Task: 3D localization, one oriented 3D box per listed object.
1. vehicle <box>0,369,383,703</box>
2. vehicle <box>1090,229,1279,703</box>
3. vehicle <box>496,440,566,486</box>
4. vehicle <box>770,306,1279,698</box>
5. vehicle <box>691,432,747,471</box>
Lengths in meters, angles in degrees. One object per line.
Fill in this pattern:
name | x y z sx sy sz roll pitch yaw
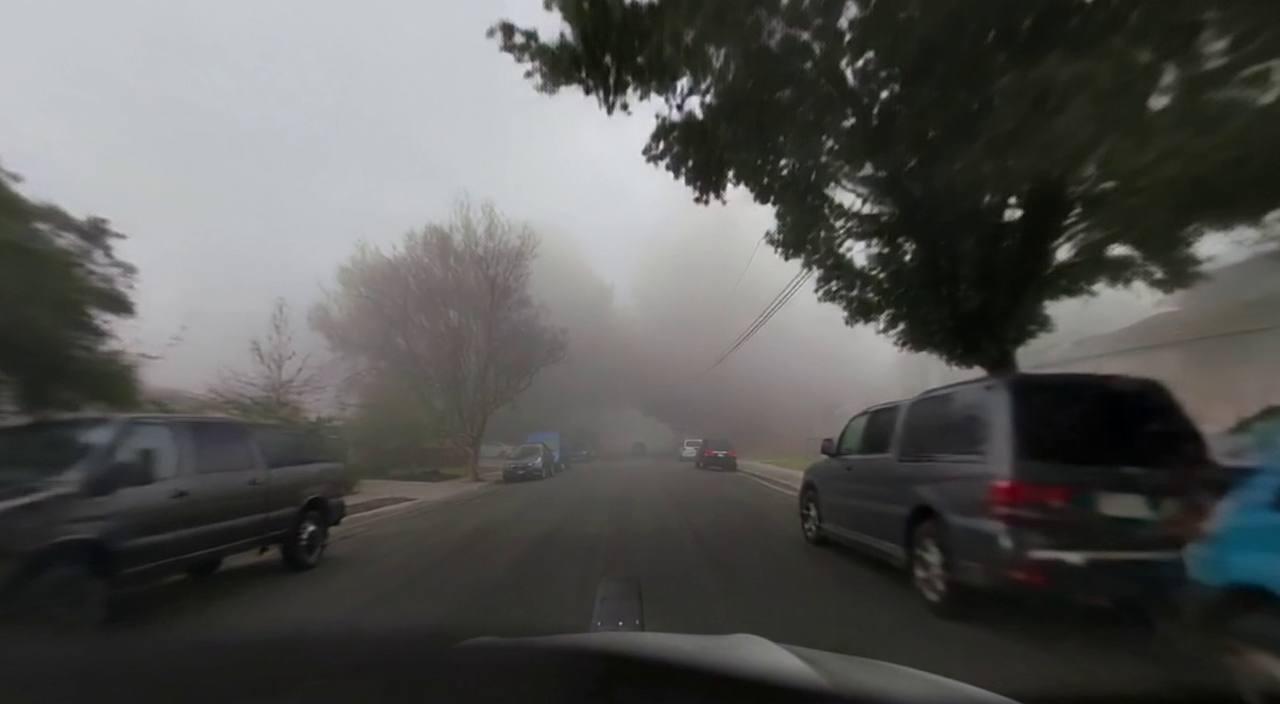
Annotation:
vehicle | -4.811 1.450 6.054 2.364 1.968 5.671 -1 -8 -1
vehicle | 3.579 0.387 0.968 2.144 2.166 4.766 -1 -8 -1
vehicle | -4.639 4.749 27.500 2.116 1.659 4.832 -2 -7 1
vehicle | 3.549 1.277 6.850 2.744 2.152 6.605 0 -8 -1
vehicle | 4.051 5.230 33.337 2.152 1.810 5.846 -1 -8 0
